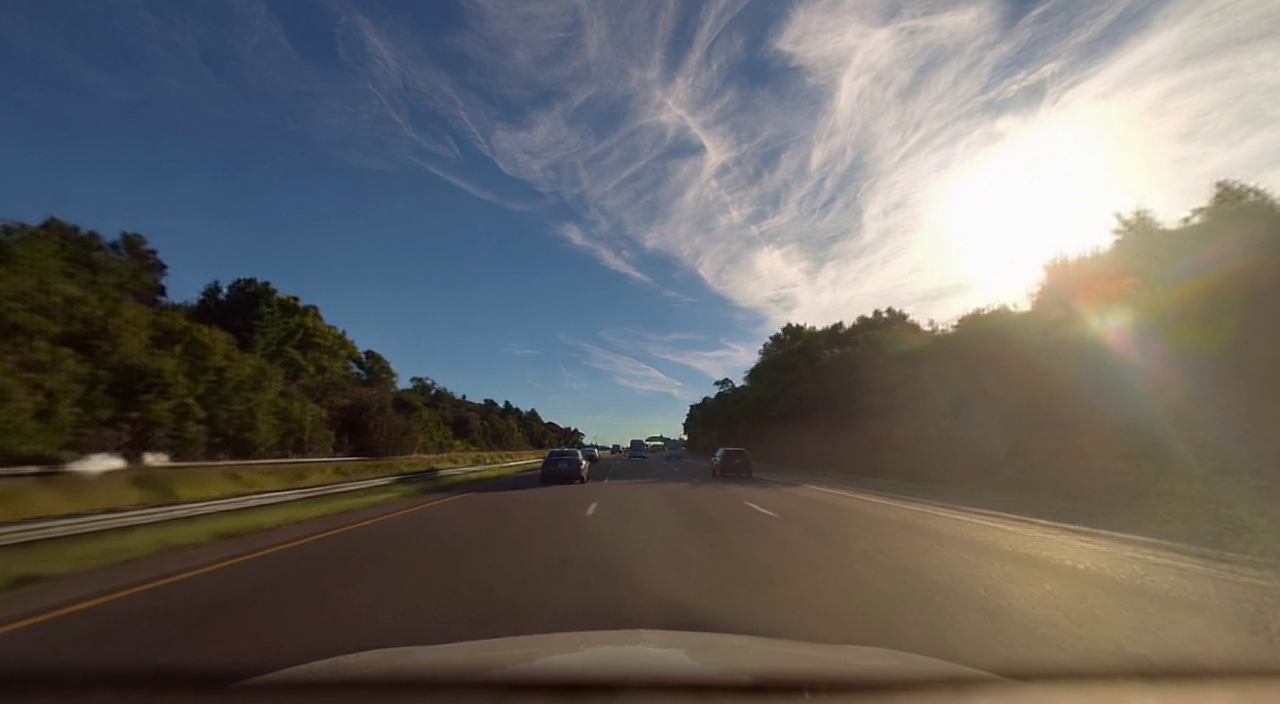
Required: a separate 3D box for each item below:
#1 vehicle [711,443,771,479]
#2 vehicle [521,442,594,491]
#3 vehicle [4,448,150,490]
[{"bbox_3d":[4.406,4.825,28.048,1.926,1.483,3.528,0,-9,-3],"label":"vehicle"},{"bbox_3d":[-2.685,3.843,21.533,2.053,1.483,4.185,0,-9,-1],"label":"vehicle"},{"bbox_3d":[-21.639,4.469,24.481,1.930,1.474,4.042,0,-9,0],"label":"vehicle"}]
